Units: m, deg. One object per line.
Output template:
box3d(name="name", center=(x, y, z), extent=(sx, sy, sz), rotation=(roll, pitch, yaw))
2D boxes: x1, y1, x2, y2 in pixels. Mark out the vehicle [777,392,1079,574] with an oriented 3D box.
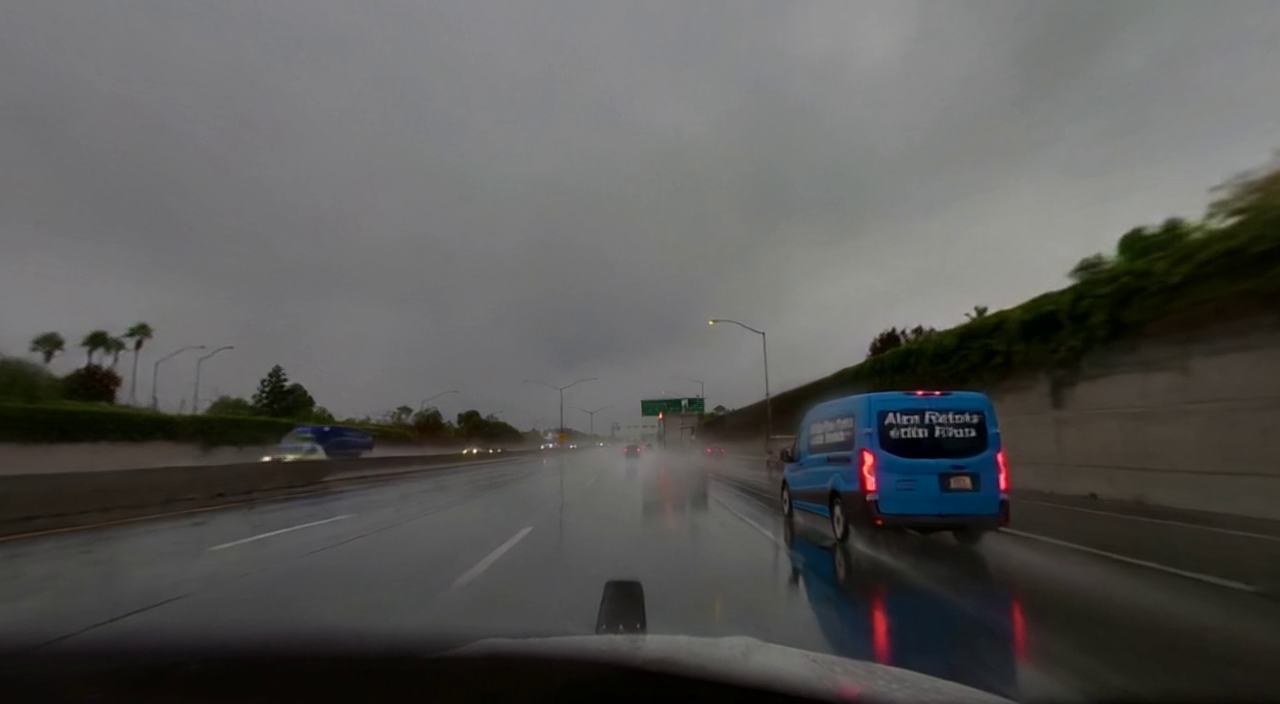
box3d(name="vehicle", center=(3.629, 1.766, 9.283), extent=(2.035, 1.931, 4.841), rotation=(0, -9, -1))
